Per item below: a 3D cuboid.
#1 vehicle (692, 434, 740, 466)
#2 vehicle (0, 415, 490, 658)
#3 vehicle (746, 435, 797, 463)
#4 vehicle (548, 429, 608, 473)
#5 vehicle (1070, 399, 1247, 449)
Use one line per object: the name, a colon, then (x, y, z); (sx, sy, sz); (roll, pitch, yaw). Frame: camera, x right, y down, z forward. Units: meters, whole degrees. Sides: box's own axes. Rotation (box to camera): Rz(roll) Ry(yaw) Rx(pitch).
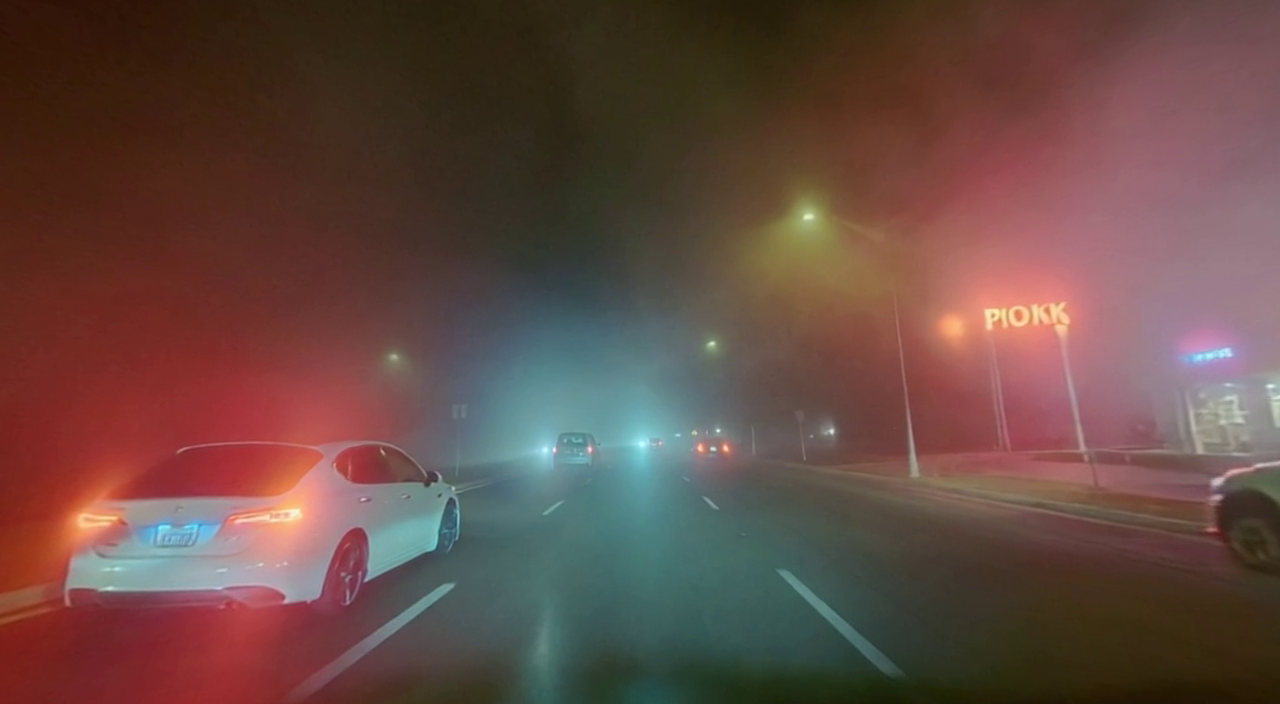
vehicle: (3.825, 5.025, 32.409); (1.904, 1.490, 4.299); (0, -8, -1)
vehicle: (-3.123, 1.476, 6.300); (1.956, 1.460, 4.802); (0, -8, 2)
vehicle: (7.631, 5.672, 36.960); (1.942, 1.481, 4.447); (0, -8, -1)
vehicle: (-2.687, 4.445, 28.474); (2.193, 1.788, 4.603); (0, -8, 1)
vehicle: (20.948, 2.981, 25.667); (5.166, 1.870, 2.317); (0, -9, -3)
